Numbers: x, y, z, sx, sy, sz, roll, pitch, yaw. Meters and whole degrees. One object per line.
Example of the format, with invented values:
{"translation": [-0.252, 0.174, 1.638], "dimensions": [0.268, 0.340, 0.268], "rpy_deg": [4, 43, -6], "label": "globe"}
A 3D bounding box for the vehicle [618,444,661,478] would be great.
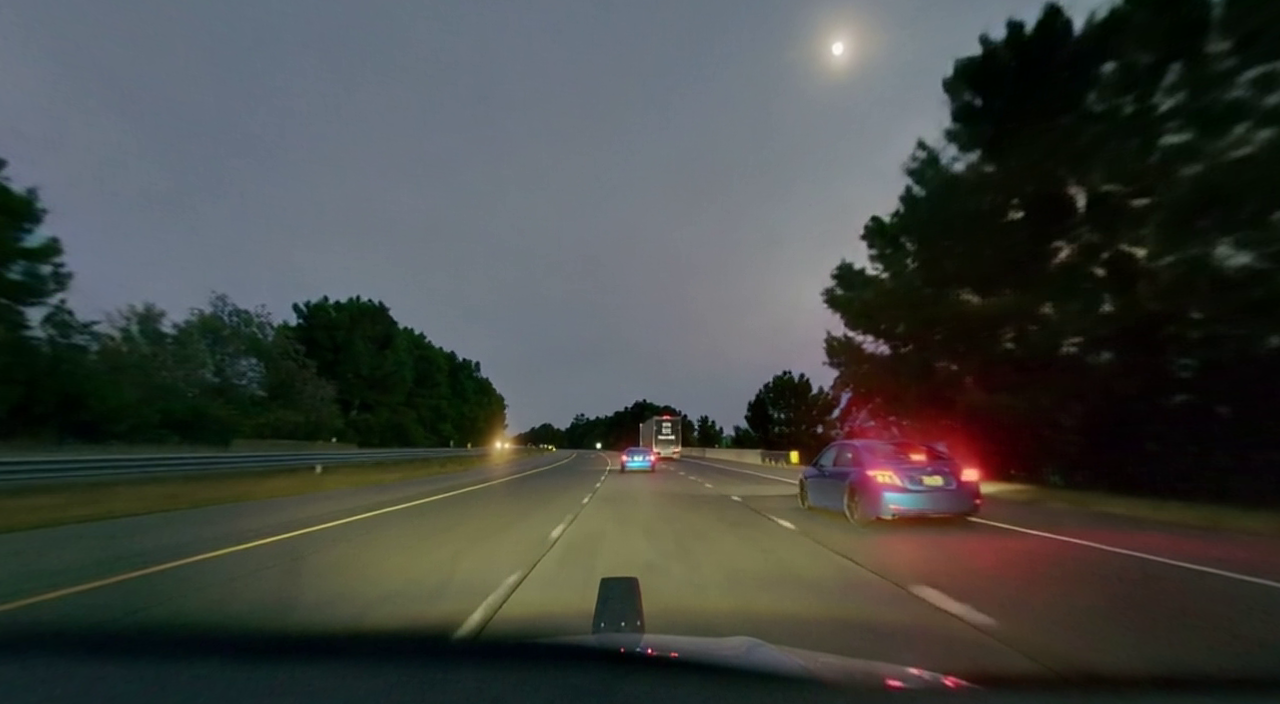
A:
{"translation": [-0.090, 5.061, 29.487], "dimensions": [1.913, 1.460, 3.610], "rpy_deg": [0, -9, -2], "label": "vehicle"}

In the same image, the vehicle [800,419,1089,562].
{"translation": [4.026, 1.916, 9.461], "dimensions": [1.977, 1.599, 4.605], "rpy_deg": [0, -9, -1], "label": "vehicle"}
